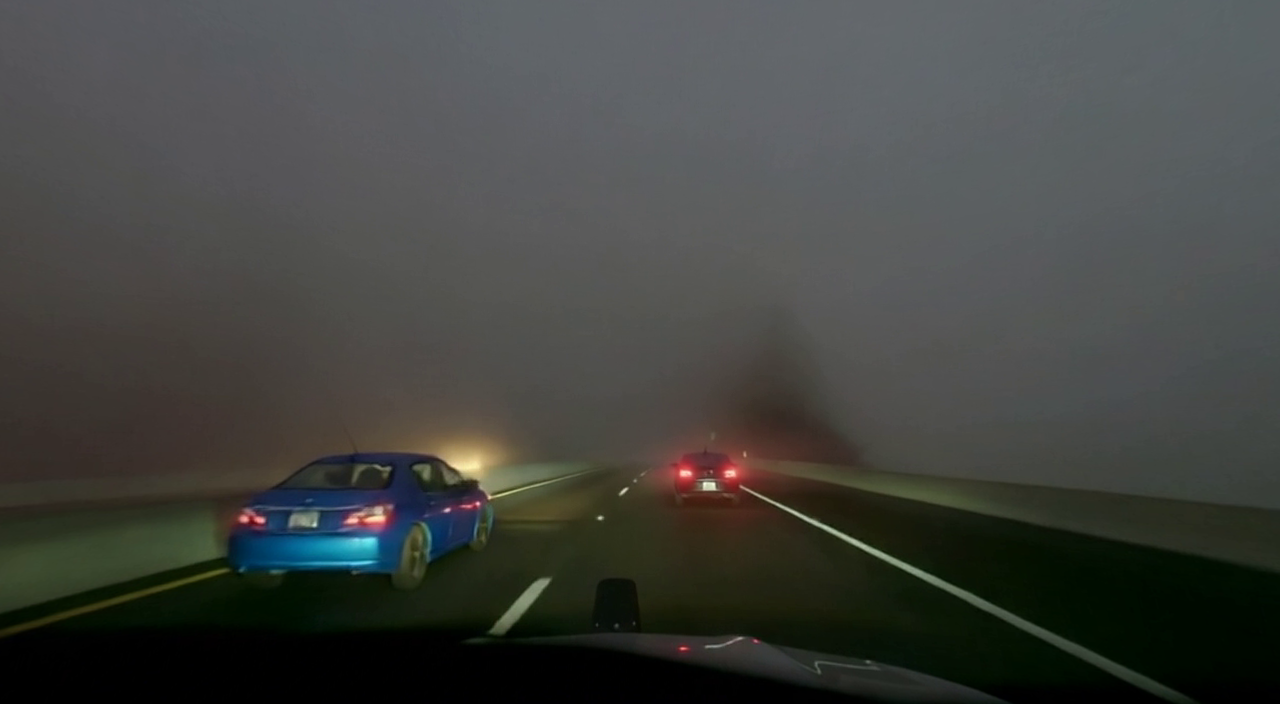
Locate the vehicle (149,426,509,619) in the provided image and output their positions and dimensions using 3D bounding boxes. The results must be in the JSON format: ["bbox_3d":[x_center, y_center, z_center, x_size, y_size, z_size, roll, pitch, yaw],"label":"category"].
[{"bbox_3d":[-3.001,1.729,7.339,2.083,1.548,4.251,0,-9,-1],"label":"vehicle"}]

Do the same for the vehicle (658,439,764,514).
[{"bbox_3d":[1.541,2.910,15.125,2.021,1.533,4.014,0,-9,-1],"label":"vehicle"}]
